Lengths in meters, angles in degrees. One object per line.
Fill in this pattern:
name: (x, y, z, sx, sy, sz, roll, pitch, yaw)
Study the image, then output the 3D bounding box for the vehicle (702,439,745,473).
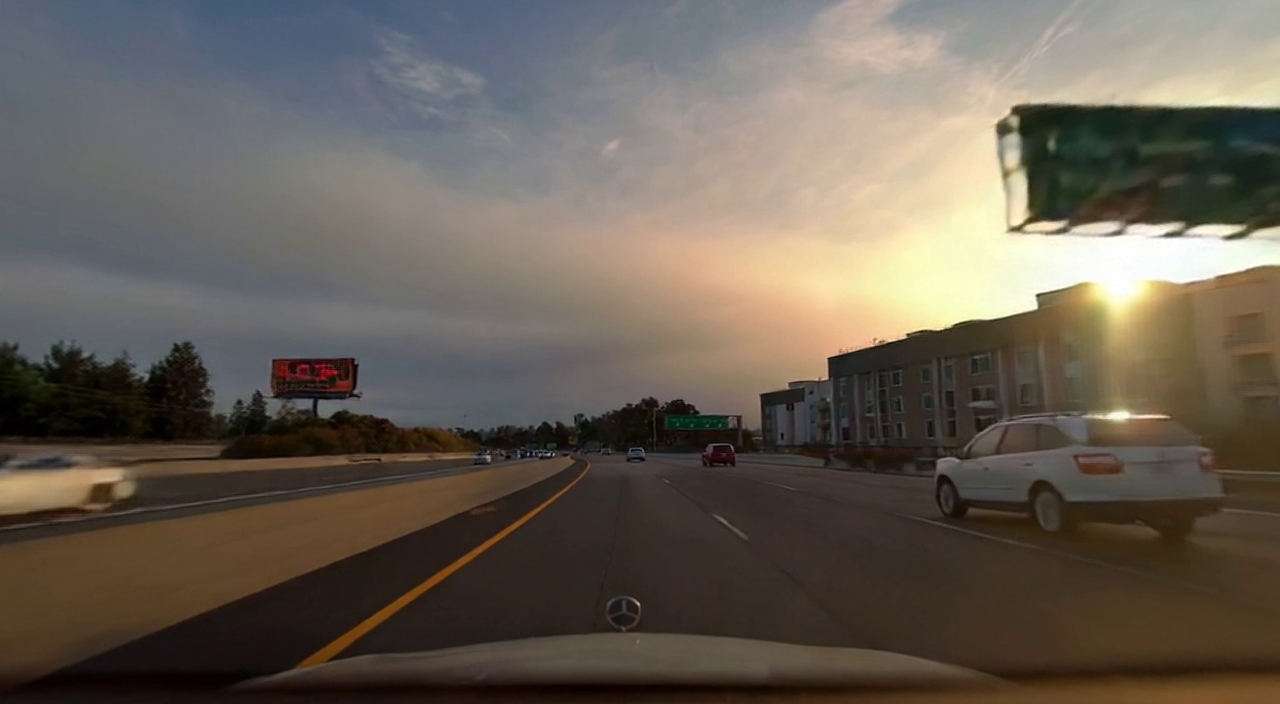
vehicle: (5.661, 7.147, 43.660, 2.043, 2.154, 4.731, 1, -9, -4)

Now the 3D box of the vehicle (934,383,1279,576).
vehicle: (6.505, 1.667, 8.970, 2.181, 1.952, 4.973, 0, -9, -1)
